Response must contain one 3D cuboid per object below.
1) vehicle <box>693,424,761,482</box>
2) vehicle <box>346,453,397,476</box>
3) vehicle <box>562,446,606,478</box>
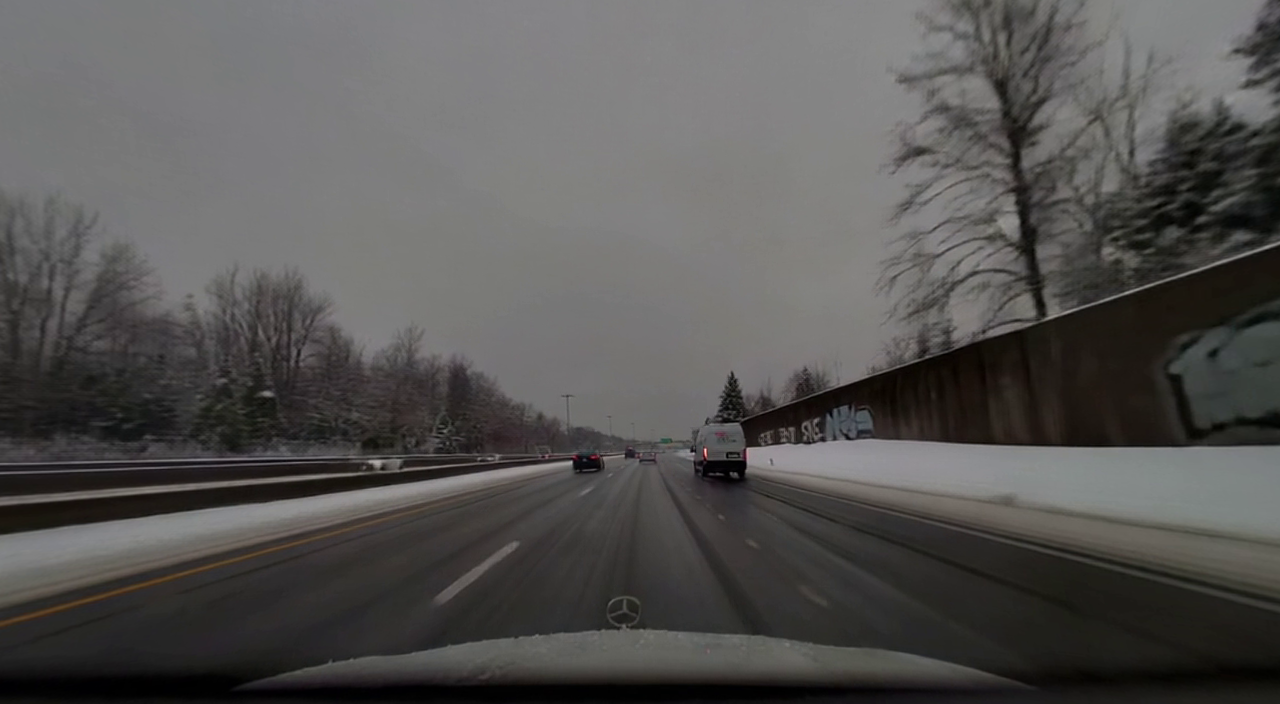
[{"bbox_3d":[4.135,4.970,31.041,2.469,2.591,5.653,0,-9,-1],"label":"vehicle"},{"bbox_3d":[-19.927,8.333,46.923,1.900,1.559,3.935,0,-9,2],"label":"vehicle"},{"bbox_3d":[-3.029,6.079,35.057,1.964,1.618,4.489,0,-9,1],"label":"vehicle"}]
